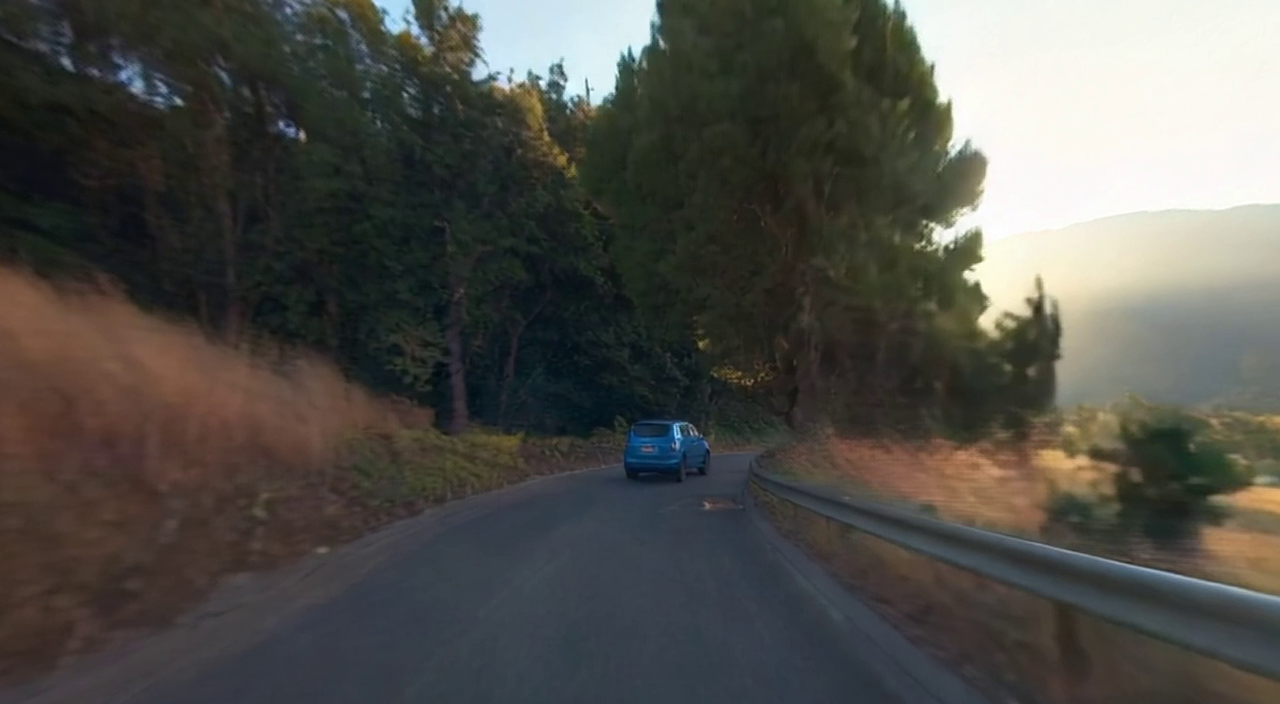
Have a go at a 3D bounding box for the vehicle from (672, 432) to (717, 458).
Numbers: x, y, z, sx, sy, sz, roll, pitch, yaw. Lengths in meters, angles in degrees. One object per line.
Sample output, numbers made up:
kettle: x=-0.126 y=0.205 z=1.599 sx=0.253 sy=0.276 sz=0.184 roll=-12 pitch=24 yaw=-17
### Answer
vehicle: x=4.047 y=6.784 z=46.041 sx=2.251 sy=1.799 sz=4.776 roll=-3 pitch=-9 yaw=17
